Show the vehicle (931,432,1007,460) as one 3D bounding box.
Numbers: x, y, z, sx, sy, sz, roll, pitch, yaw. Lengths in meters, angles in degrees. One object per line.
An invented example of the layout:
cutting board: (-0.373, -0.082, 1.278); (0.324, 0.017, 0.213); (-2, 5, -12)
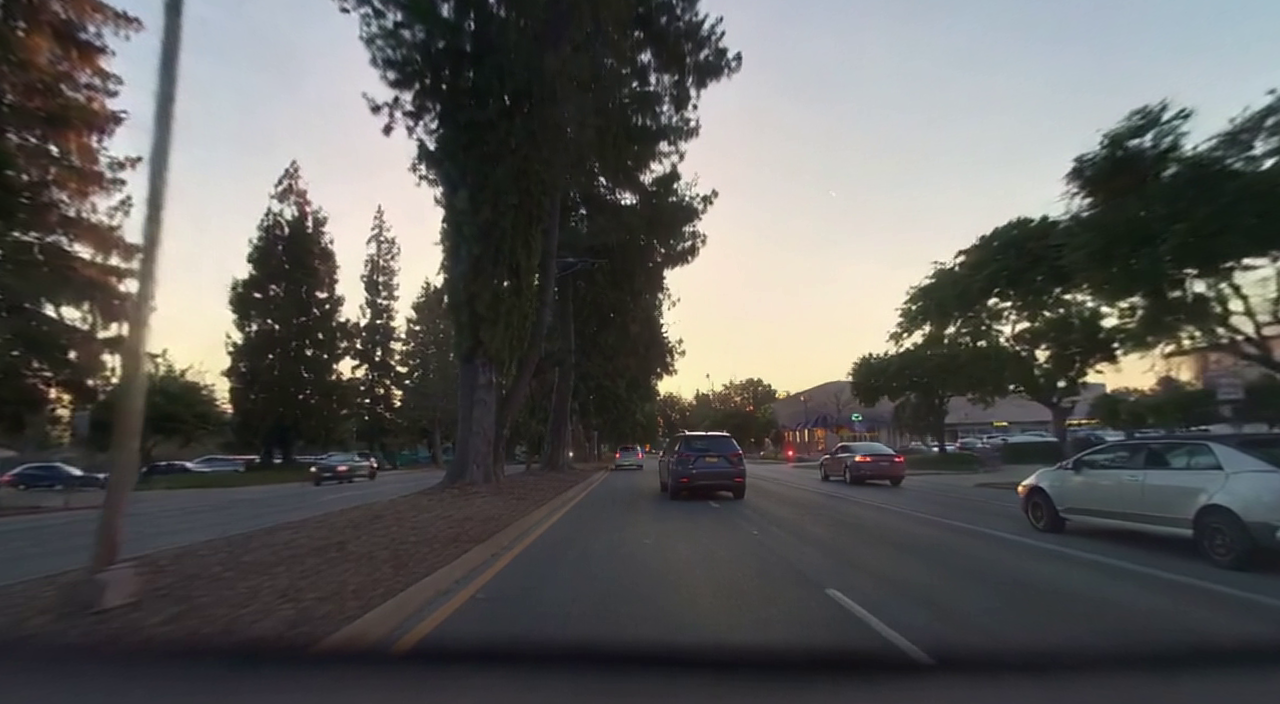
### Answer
vehicle: (20.219, 5.840, 39.077); (2.109, 1.592, 4.481); (0, -9, -2)

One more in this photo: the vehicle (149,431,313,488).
vehicle: (-26.356, 6.965, 41.100); (8.231, 3.396, 3.340); (-1, -10, 1)

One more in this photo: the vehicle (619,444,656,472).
vehicle: (-0.175, 6.230, 37.255); (2.050, 1.504, 4.024); (0, -9, -1)

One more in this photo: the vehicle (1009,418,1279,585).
vehicle: (6.720, 1.622, 7.512); (1.994, 1.488, 4.313); (0, -9, -1)

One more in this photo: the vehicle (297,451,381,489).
vehicle: (-16.154, 6.311, 34.257); (2.124, 1.802, 5.097); (0, -8, -1)

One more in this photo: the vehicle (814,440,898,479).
vehicle: (9.165, 4.590, 27.200); (1.894, 1.517, 4.419); (0, -9, -2)

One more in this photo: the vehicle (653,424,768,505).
vehicle: (1.717, 3.017, 17.385); (2.300, 1.870, 4.936); (0, -9, -3)
